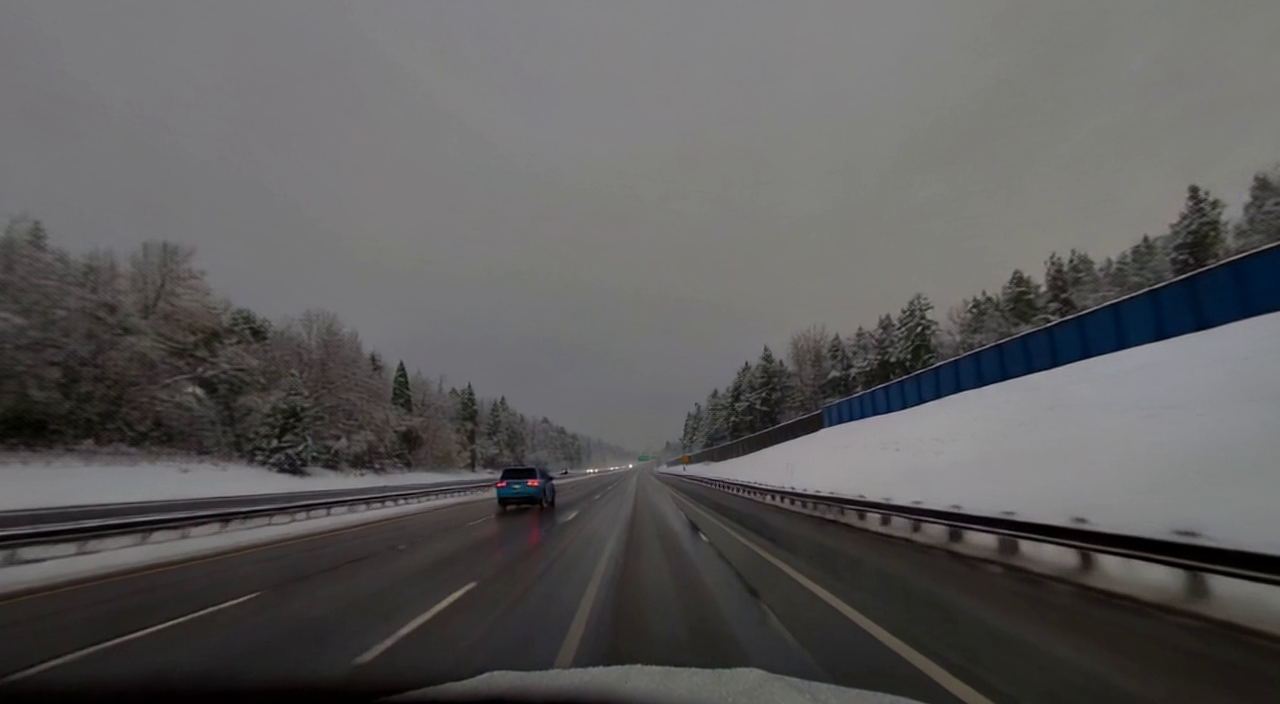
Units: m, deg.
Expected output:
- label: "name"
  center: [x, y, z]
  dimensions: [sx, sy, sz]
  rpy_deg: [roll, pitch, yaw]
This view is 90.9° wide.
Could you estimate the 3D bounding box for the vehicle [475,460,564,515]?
- label: "vehicle"
  center: [-3.613, 4.164, 19.640]
  dimensions: [1.985, 1.515, 3.839]
  rpy_deg: [1, -11, 0]
